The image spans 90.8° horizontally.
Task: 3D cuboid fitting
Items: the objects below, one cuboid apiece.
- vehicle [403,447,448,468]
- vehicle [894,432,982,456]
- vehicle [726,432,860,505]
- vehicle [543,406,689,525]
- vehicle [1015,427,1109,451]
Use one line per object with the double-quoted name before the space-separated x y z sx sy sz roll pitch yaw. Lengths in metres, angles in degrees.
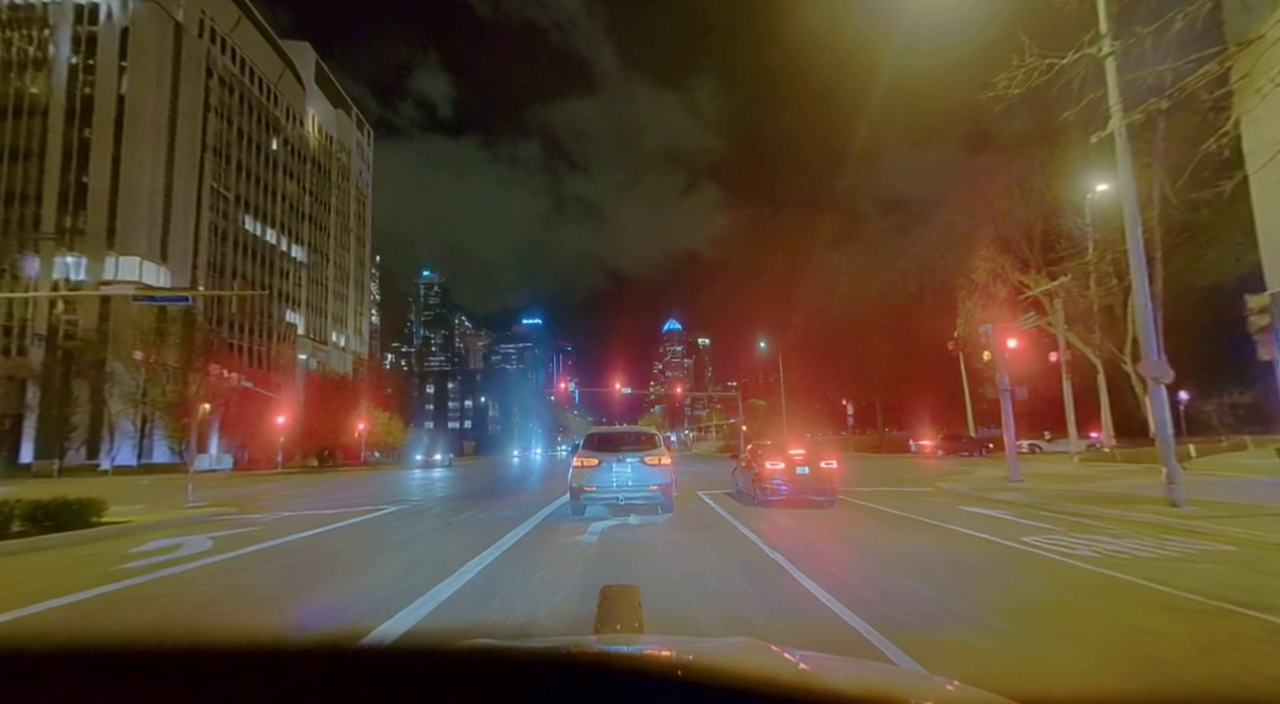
"vehicle" -16.245 8.019 48.126 1.920 1.461 4.415 0 -9 0
"vehicle" 19.516 6.021 41.459 4.851 1.517 1.720 0 -9 -3
"vehicle" 3.449 2.724 15.203 2.080 1.472 4.401 0 -9 0
"vehicle" -0.387 2.130 12.250 2.313 1.860 4.319 0 -9 0
"vehicle" 27.621 5.732 41.424 4.766 1.462 1.872 0 -9 0
